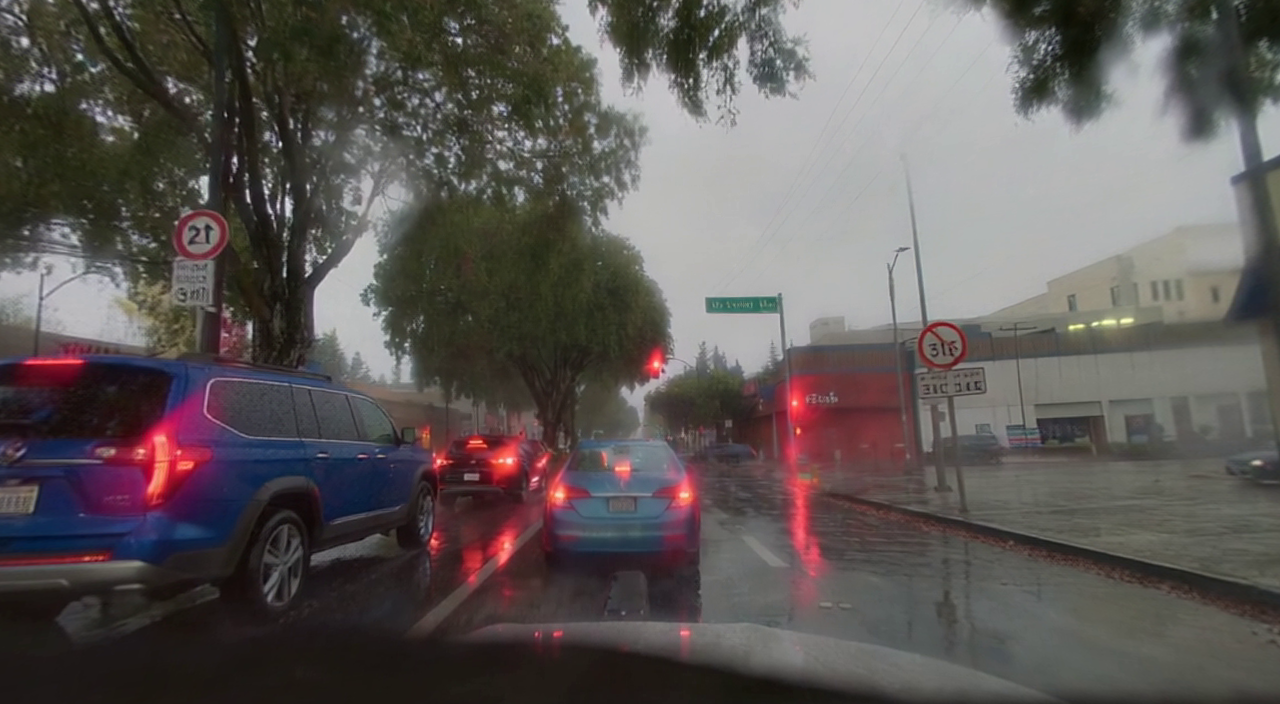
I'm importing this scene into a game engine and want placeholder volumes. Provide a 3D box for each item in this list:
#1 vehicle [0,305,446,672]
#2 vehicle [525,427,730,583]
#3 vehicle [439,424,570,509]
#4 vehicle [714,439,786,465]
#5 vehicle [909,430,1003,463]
[{"bbox_3d":[-3.822,1.137,6.214,2.152,2.118,5.066,0,-8,0],"label":"vehicle"},{"bbox_3d":[-0.162,1.782,8.185,1.966,1.481,4.146,0,-8,-1],"label":"vehicle"},{"bbox_3d":[-2.929,2.594,14.605,2.047,1.664,4.148,0,-8,1],"label":"vehicle"},{"bbox_3d":[6.579,5.984,37.530,3.924,1.447,2.039,-3,-9,19],"label":"vehicle"},{"bbox_3d":[17.625,5.302,35.193,4.116,1.719,2.069,-1,-9,6],"label":"vehicle"}]
